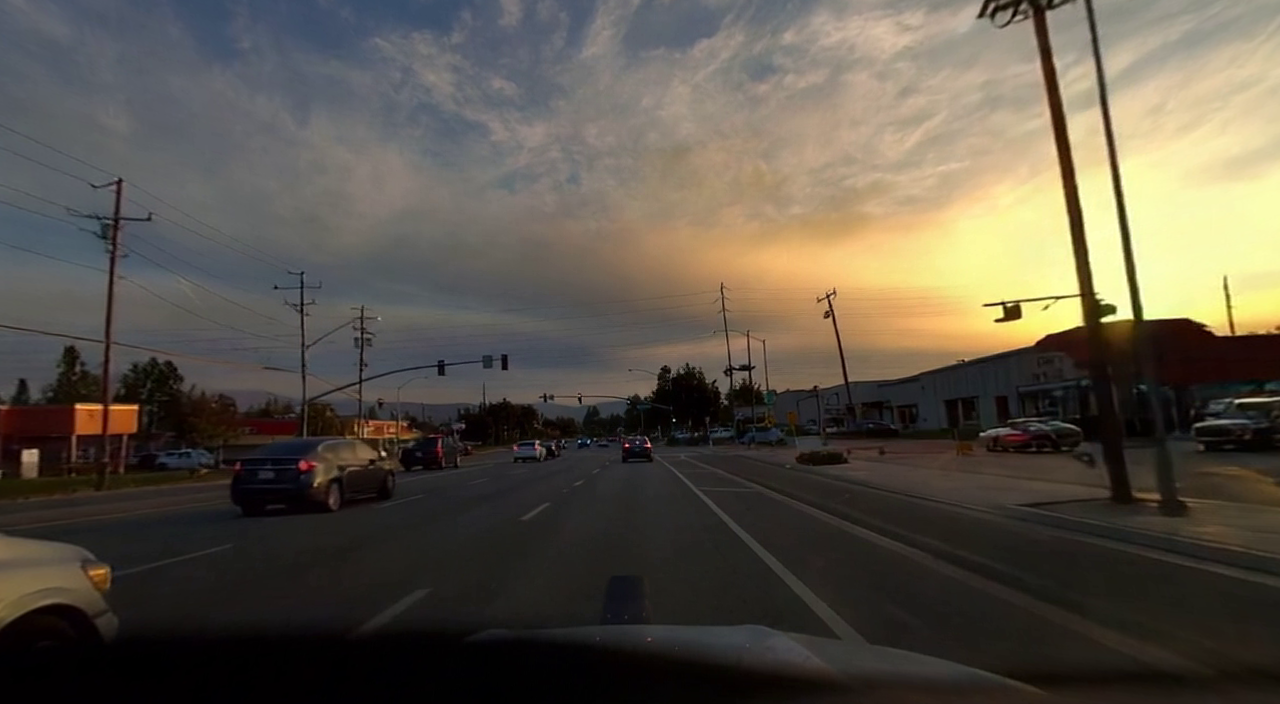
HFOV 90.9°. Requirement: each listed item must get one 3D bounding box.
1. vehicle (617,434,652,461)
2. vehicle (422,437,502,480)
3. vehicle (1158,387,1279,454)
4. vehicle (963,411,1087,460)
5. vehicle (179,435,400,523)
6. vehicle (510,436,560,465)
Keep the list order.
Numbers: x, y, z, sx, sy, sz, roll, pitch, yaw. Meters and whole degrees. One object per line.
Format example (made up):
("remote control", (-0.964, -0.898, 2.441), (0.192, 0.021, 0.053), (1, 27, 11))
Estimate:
("vehicle", (-0.311, 6.376, 42.181), (2.211, 1.717, 4.379), (0, -8, 1))
("vehicle", (-6.778, 4.092, 24.537), (1.804, 1.513, 4.191), (0, -8, 1))
("vehicle", (23.566, 2.674, 24.438), (2.314, 2.302, 5.730), (-4, -8, 5))
("vehicle", (15.851, 3.503, 26.343), (2.116, 1.849, 4.806), (0, -8, 0))
("vehicle", (-6.778, 2.465, 12.888), (1.960, 1.468, 4.345), (0, -8, 1))
("vehicle", (-6.323, 6.001, 38.537), (2.130, 1.636, 4.427), (0, -8, 2))
